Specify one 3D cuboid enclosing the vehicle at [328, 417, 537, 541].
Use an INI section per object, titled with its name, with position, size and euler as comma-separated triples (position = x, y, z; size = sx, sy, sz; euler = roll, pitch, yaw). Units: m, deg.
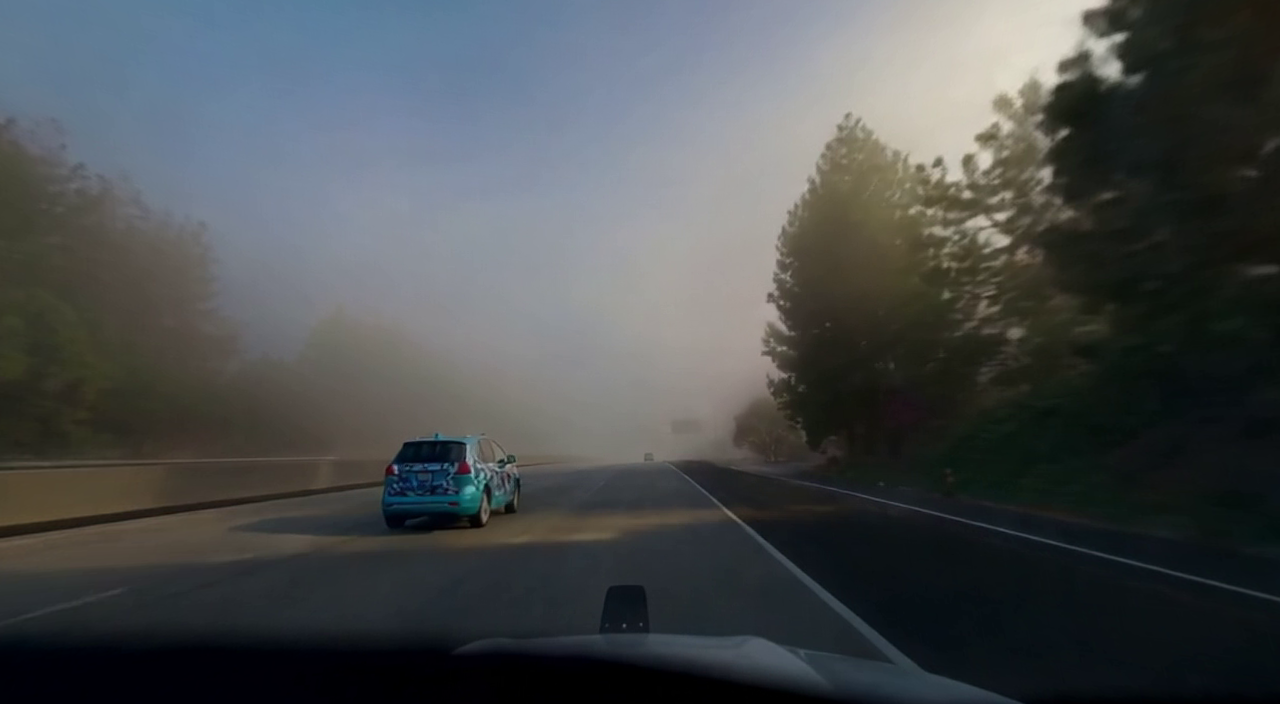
[vehicle]
position = -3.441, 2.215, 11.687
size = 2.183, 1.803, 4.685
euler = 0, -8, 1
